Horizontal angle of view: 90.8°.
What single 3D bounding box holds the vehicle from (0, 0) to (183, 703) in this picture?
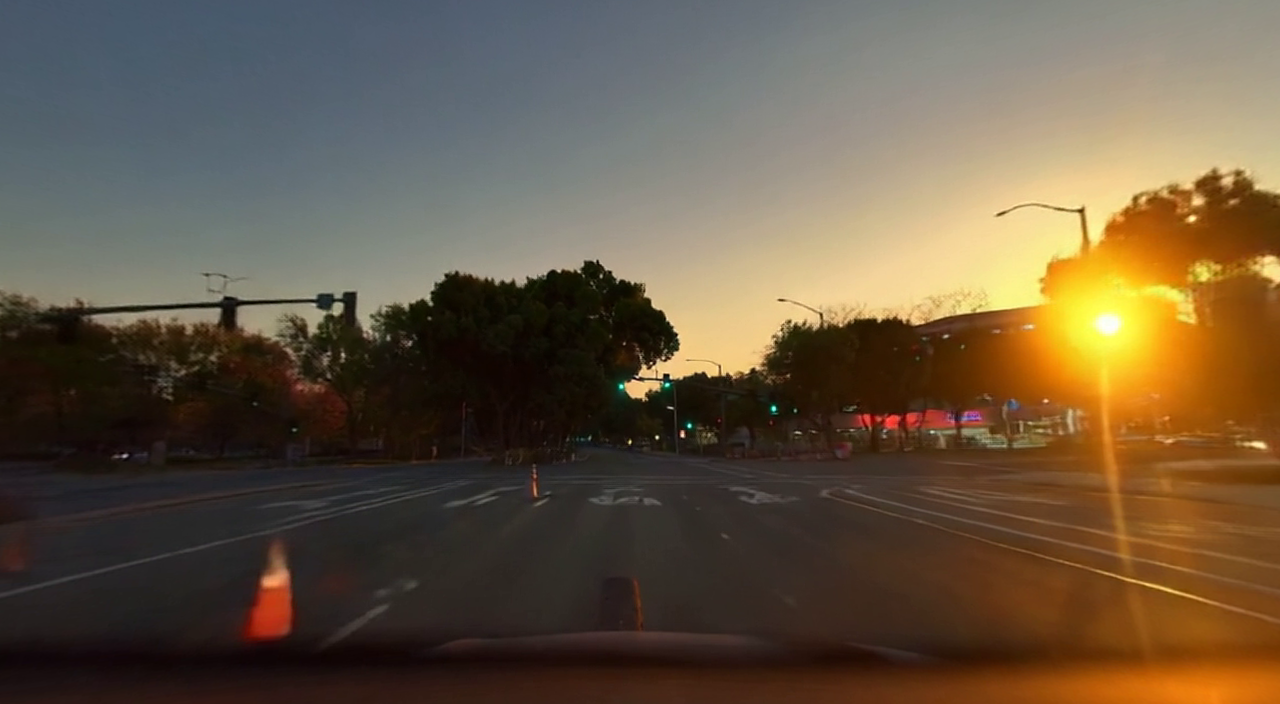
[{"bbox_3d":[-3.930,-0.104,1.974,2.637,3.576,3.006,-1,-7,-1],"label":"vehicle"}]
